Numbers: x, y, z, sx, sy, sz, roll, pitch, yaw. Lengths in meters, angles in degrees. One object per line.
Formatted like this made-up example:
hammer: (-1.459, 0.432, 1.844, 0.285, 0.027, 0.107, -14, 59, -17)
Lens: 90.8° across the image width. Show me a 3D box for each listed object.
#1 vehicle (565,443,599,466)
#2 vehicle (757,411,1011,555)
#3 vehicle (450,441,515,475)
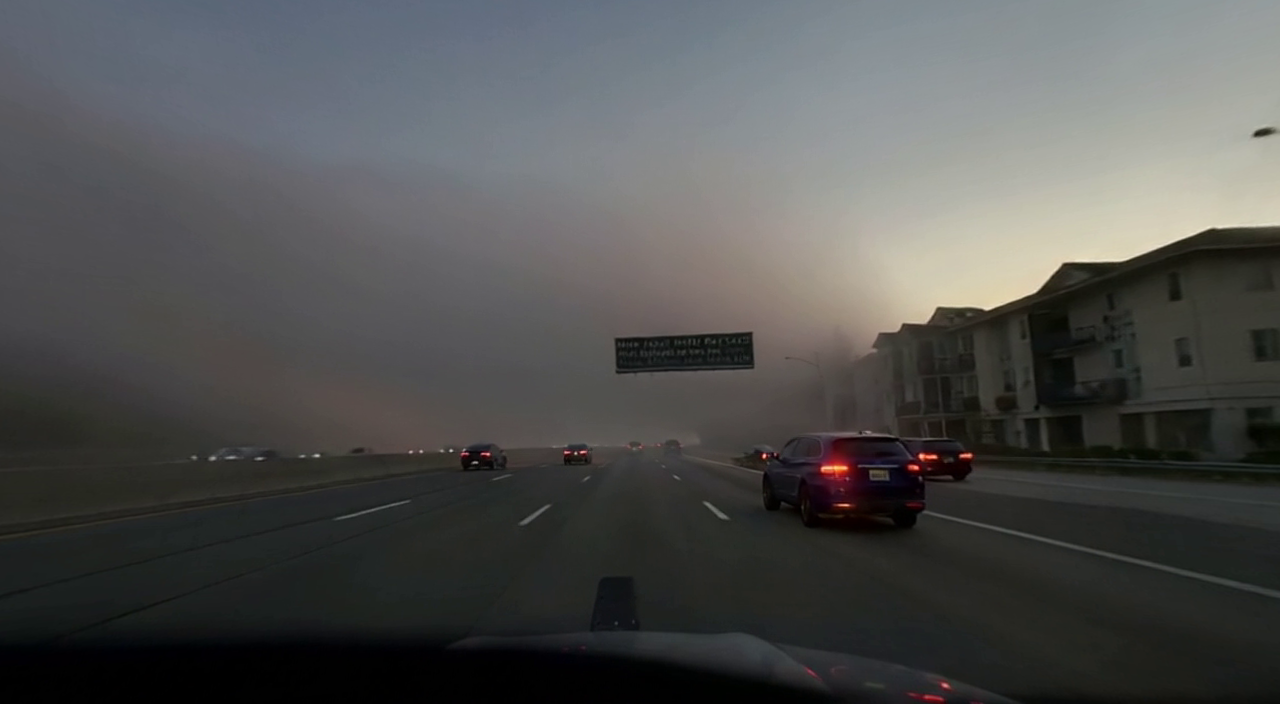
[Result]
vehicle: (-3.896, 6.977, 43.150, 2.002, 1.466, 4.378, 0, -9, -1)
vehicle: (3.311, 1.885, 9.711, 2.080, 1.694, 4.286, 0, -9, -1)
vehicle: (-7.586, 5.144, 30.904, 2.021, 1.496, 4.495, 0, -9, 0)
